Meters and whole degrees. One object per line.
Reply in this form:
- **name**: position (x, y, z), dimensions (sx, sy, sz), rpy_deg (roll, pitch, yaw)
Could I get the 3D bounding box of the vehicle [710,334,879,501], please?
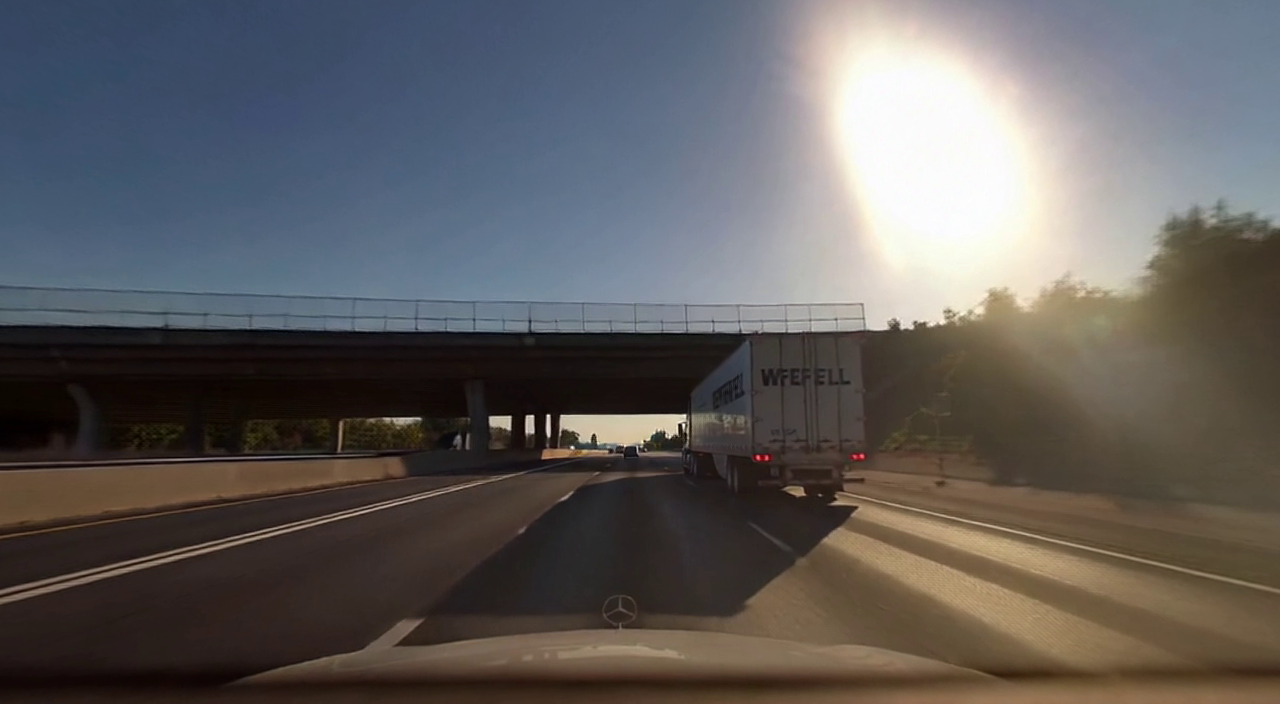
- **vehicle**: position (4.175, 2.207, 19.366), dimensions (2.869, 4.013, 8.610), rpy_deg (0, -9, -1)
